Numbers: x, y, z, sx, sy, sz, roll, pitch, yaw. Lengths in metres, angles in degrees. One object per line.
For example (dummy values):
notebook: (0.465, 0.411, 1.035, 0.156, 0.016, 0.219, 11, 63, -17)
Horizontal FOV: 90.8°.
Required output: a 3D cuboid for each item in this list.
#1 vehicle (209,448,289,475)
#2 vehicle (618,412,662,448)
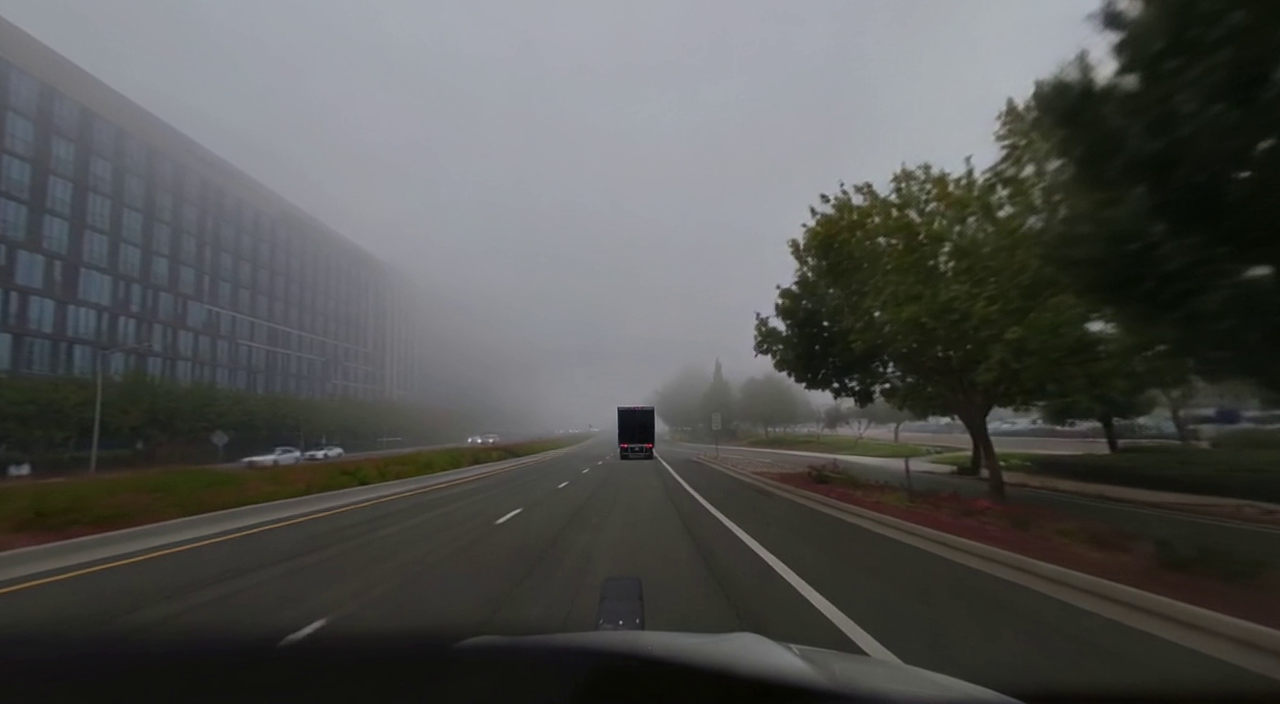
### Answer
vehicle: (-23.805, 6.660, 38.704, 1.904, 1.514, 4.667, 0, -9, 0)
vehicle: (-0.078, 4.381, 34.776, 2.178, 1.829, 4.932, 1, -9, -3)
